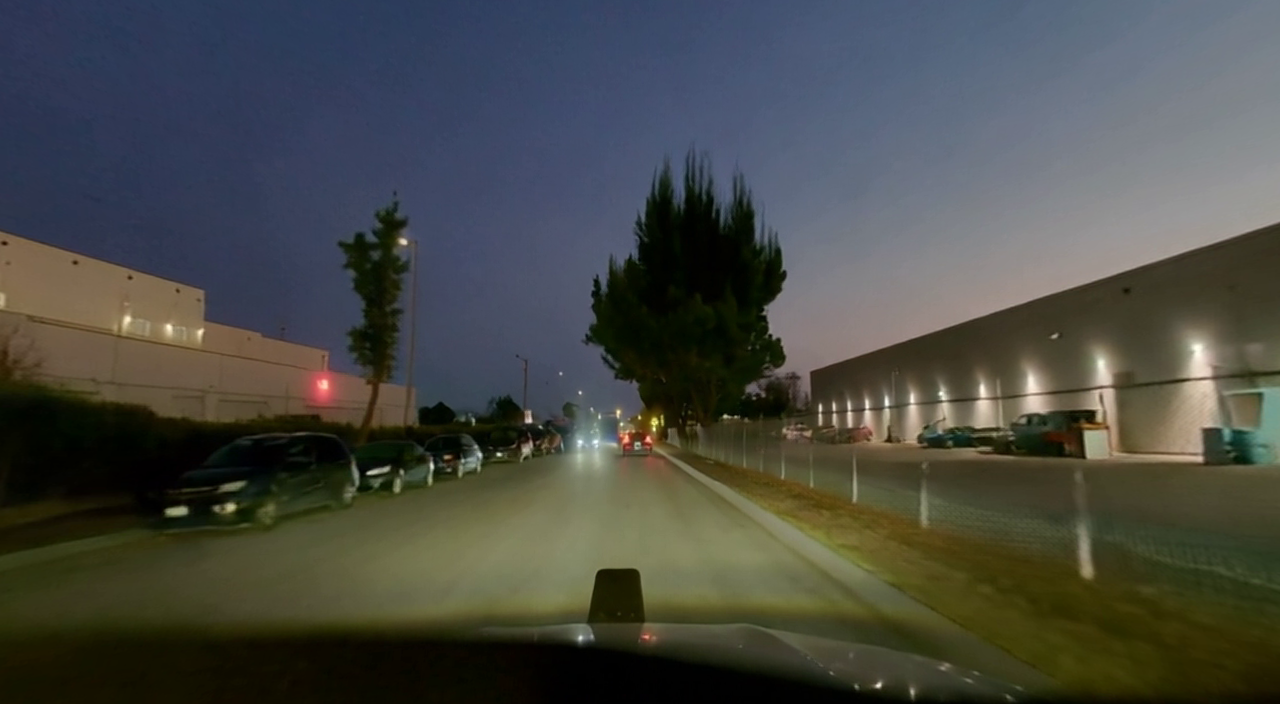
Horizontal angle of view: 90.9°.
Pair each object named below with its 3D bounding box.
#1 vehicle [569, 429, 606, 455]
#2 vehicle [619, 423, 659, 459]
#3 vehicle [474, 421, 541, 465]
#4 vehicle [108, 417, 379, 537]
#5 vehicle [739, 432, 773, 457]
[{"bbox_3d":[-3.677,6.370,44.886,2.157,1.703,4.310,0,-7,1],"label":"vehicle"},{"bbox_3d":[-0.027,4.990,35.634,2.152,1.874,4.042,0,-7,1],"label":"vehicle"},{"bbox_3d":[-6.436,4.531,31.364,2.139,1.943,5.295,-1,-8,1],"label":"vehicle"},{"bbox_3d":[-6.374,1.987,10.866,1.926,1.647,4.185,0,-7,0],"label":"vehicle"},{"bbox_3d":[8.309,6.639,45.483,1.874,1.669,4.083,0,-7,3],"label":"vehicle"}]
